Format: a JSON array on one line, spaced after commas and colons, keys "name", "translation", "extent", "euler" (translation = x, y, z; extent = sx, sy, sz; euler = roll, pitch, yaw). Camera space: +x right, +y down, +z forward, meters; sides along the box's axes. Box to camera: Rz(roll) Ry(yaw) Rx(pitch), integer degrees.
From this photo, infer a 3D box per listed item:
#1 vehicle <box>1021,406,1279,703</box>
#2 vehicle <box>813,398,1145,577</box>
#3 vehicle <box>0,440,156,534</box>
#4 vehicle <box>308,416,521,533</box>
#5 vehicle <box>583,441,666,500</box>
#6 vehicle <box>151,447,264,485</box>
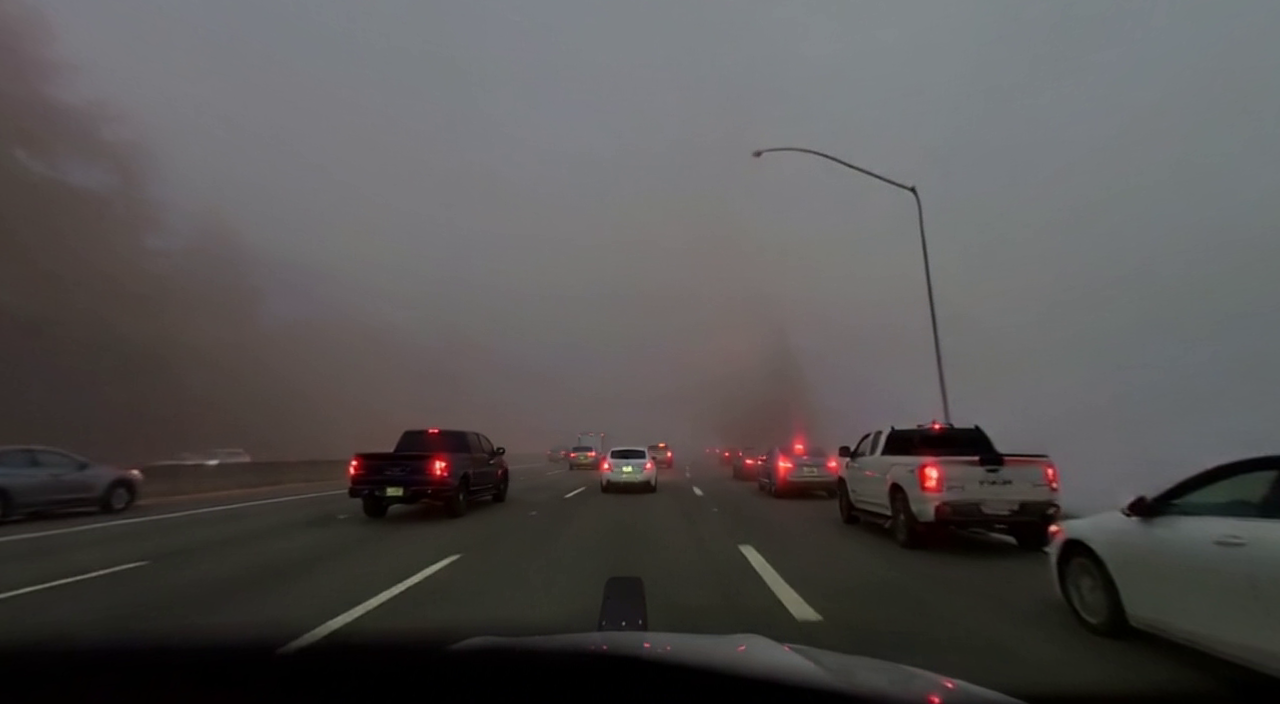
[{"name": "vehicle", "translation": [3.762, 0.923, 2.364], "extent": [1.940, 1.475, 4.328], "euler": [0, -8, 0]}, {"name": "vehicle", "translation": [4.030, 1.698, 8.693], "extent": [2.003, 1.778, 4.658], "euler": [0, -8, 1]}, {"name": "vehicle", "translation": [-11.285, 2.301, 10.986], "extent": [1.907, 1.508, 4.608], "euler": [0, -8, 2]}, {"name": "vehicle", "translation": [-4.040, 2.316, 12.651], "extent": [2.110, 1.811, 5.585], "euler": [0, -8, 1]}, {"name": "vehicle", "translation": [-0.353, 3.243, 17.736], "extent": [2.070, 1.456, 4.029], "euler": [0, -8, 1]}, {"name": "vehicle", "translation": [-18.696, 4.909, 27.531], "extent": [1.813, 1.478, 4.228], "euler": [0, -8, 3]}]
